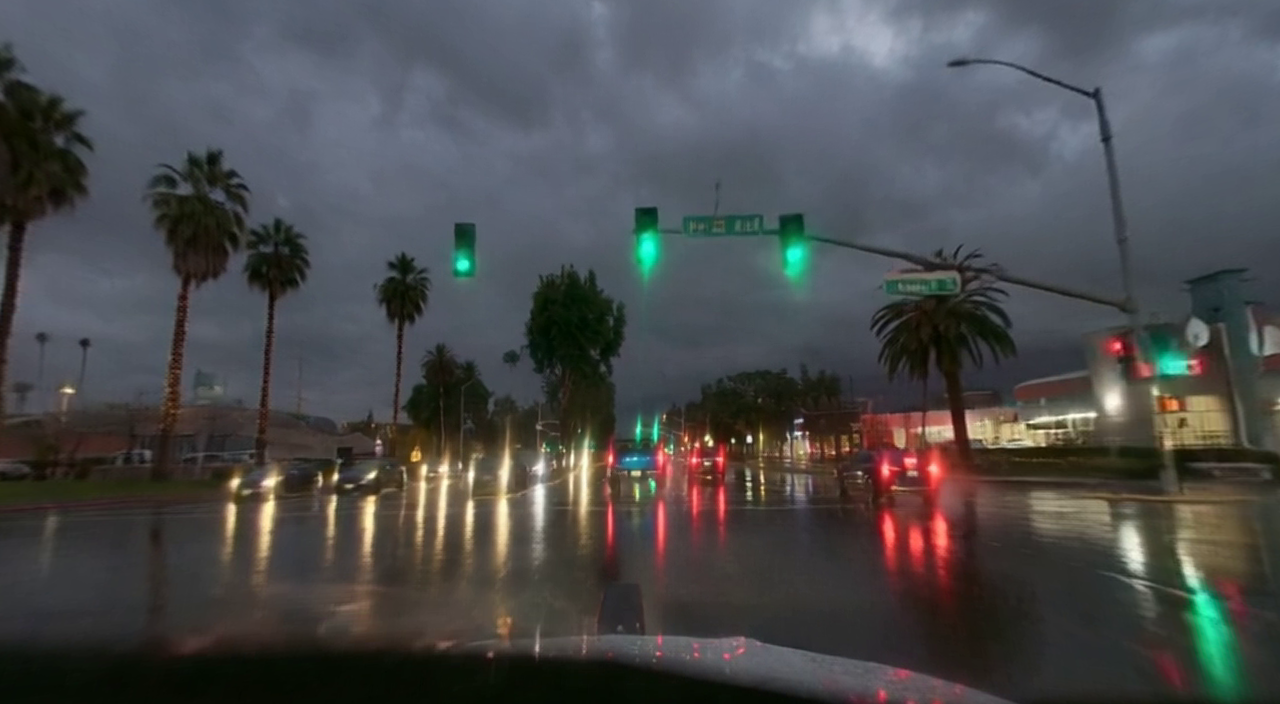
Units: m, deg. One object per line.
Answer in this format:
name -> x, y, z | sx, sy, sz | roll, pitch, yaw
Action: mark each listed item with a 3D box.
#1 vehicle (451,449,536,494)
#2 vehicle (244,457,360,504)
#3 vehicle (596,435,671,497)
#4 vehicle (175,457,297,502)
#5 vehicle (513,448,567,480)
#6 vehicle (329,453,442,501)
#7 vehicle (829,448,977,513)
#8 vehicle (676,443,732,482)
vehicle -> -5.221, 4.307, 23.147 | 2.030, 1.441, 4.324 | 0, -9, 1
vehicle -> -11.921, 4.517, 22.624 | 1.850, 1.414, 4.184 | 0, -9, 0
vehicle -> -0.228, 3.618, 20.408 | 2.151, 1.787, 4.109 | 0, -9, -1
vehicle -> -15.355, 4.839, 24.330 | 2.048, 1.494, 4.069 | 0, -9, -2
vehicle -> -5.073, 5.739, 32.637 | 2.036, 1.541, 4.107 | -1, -9, 2
vehicle -> -8.604, 4.224, 21.811 | 2.061, 1.415, 4.289 | 0, -9, 1
vehicle -> 6.705, 3.296, 16.737 | 1.944, 1.447, 4.309 | 0, -9, -2
vehicle -> 2.957, 5.228, 30.180 | 2.112, 1.710, 4.234 | 0, -9, -2
